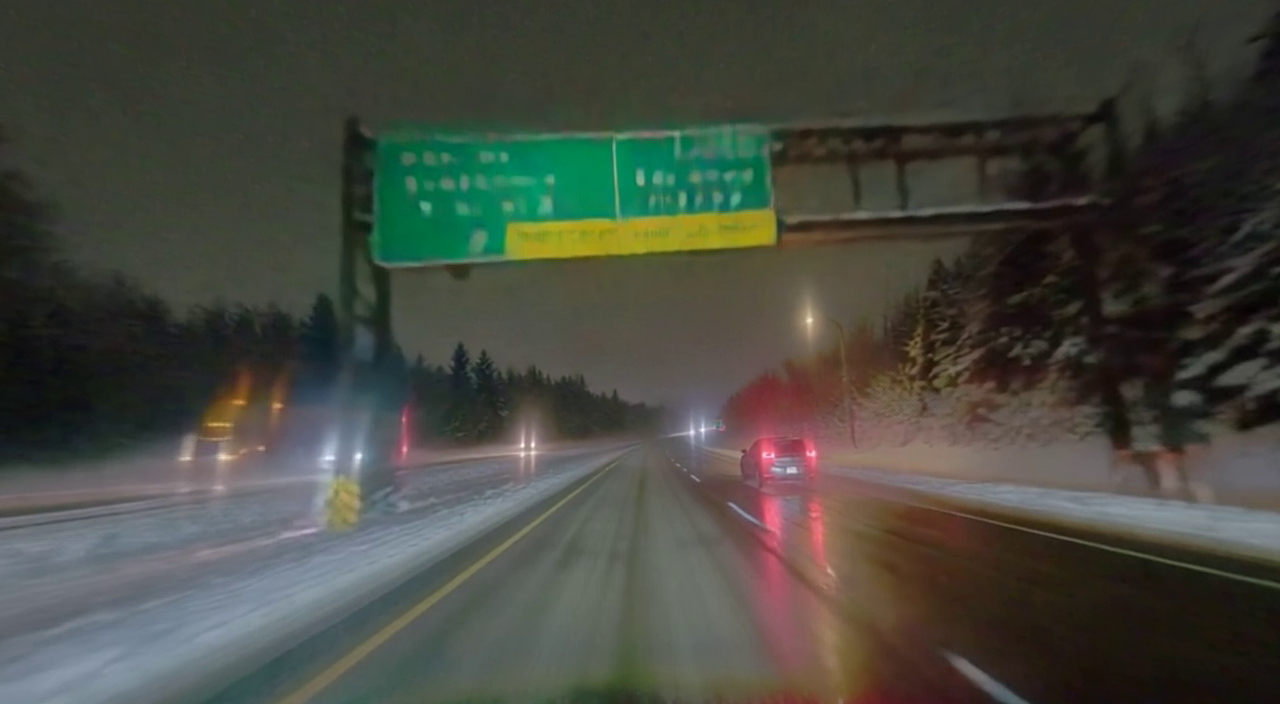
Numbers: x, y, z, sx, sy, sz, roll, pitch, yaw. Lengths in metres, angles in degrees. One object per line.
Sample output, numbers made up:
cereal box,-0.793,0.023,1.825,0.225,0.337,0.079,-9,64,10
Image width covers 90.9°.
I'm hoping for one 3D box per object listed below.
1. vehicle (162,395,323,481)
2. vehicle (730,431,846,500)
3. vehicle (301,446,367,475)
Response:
vehicle,-22.271,4.986,36.273,3.053,4.238,9.169,-1,-8,1
vehicle,3.627,2.871,16.306,1.997,1.515,4.025,0,-8,0
vehicle,-18.038,6.400,37.363,1.930,1.571,3.868,-1,-8,1
